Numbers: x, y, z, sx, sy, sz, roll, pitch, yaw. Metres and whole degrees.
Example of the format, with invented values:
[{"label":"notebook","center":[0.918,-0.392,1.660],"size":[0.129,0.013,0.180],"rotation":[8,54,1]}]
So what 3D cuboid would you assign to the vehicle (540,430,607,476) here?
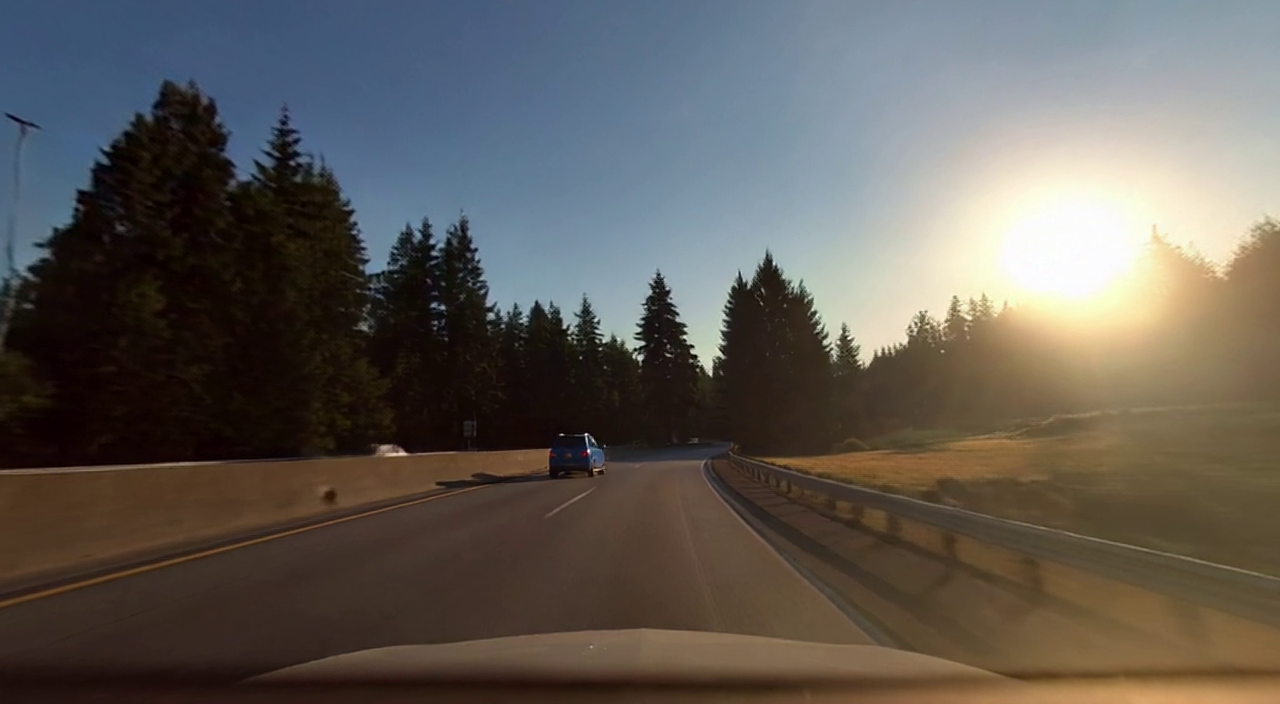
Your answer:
[{"label":"vehicle","center":[-2.694,4.273,26.802],"size":[2.005,1.752,4.479],"rotation":[-1,-8,5]}]

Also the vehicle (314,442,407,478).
[{"label":"vehicle","center":[-12.439,4.815,28.404],"size":[1.928,1.470,4.302],"rotation":[-1,-8,5]}]
